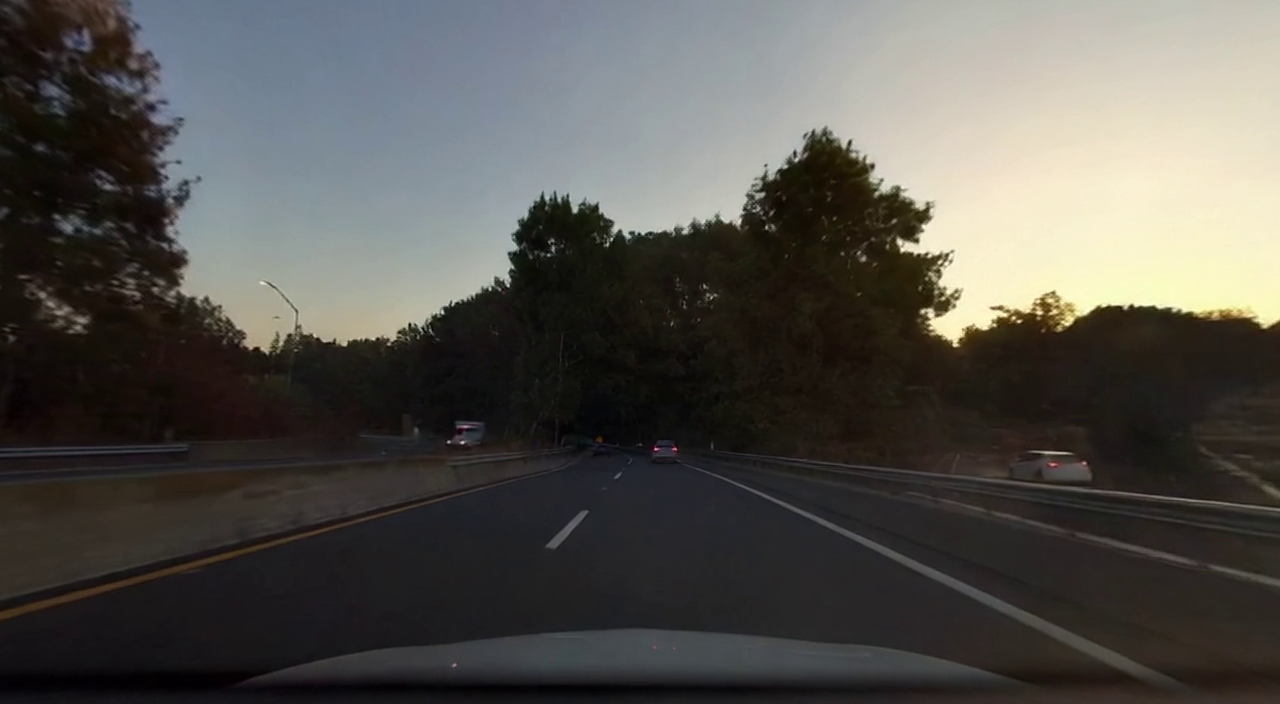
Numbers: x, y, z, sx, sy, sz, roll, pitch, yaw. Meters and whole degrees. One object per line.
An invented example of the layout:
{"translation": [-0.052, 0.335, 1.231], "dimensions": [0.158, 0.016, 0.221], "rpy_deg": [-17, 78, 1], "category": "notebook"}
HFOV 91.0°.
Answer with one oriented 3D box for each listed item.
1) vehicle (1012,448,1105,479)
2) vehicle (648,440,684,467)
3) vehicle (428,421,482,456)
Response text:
{"translation": [23.072, 6.127, 34.869], "dimensions": [1.938, 1.534, 4.006], "rpy_deg": [2, -8, -11], "category": "vehicle"}
{"translation": [1.479, 6.005, 37.415], "dimensions": [1.966, 1.542, 3.979], "rpy_deg": [0, -8, 0], "category": "vehicle"}
{"translation": [-14.233, 6.729, 48.870], "dimensions": [2.284, 2.508, 5.912], "rpy_deg": [0, -8, 1], "category": "vehicle"}
